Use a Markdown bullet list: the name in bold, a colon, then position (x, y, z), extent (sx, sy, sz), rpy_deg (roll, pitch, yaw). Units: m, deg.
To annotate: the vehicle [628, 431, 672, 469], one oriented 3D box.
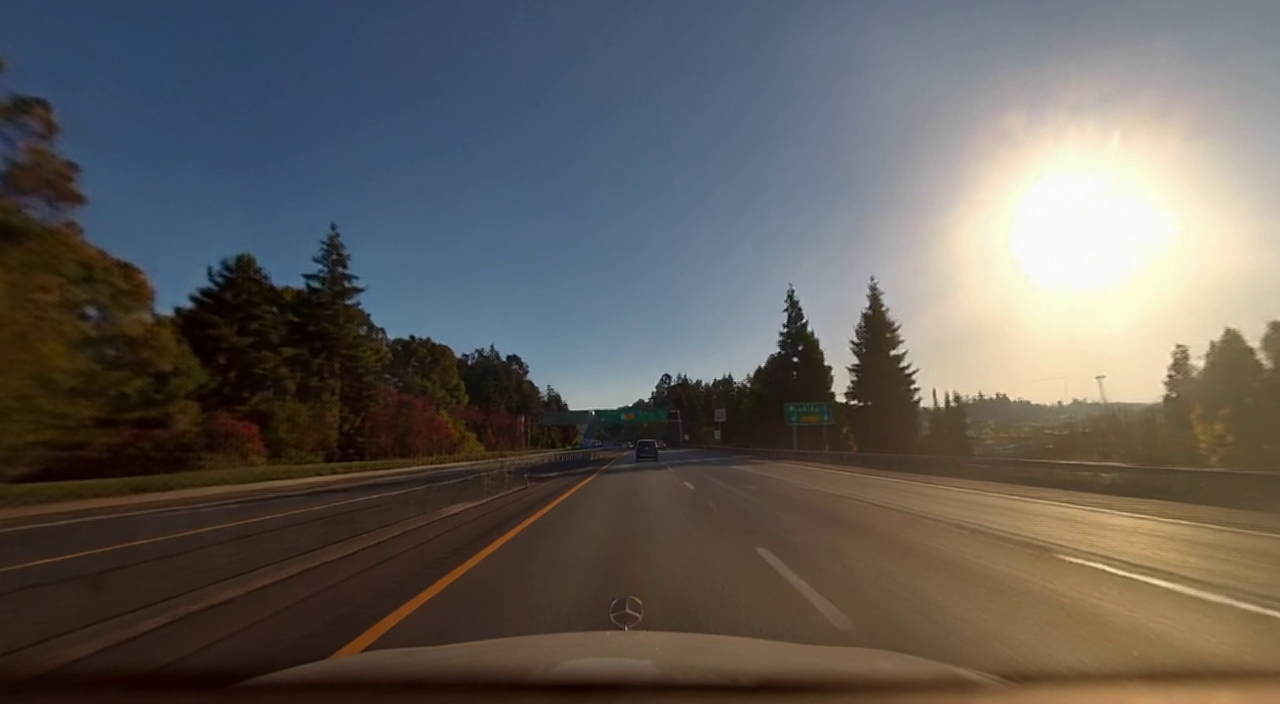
- **vehicle**: position (0.564, 5.476, 35.308), extent (2.301, 1.944, 4.554), rpy_deg (0, -8, 1)
